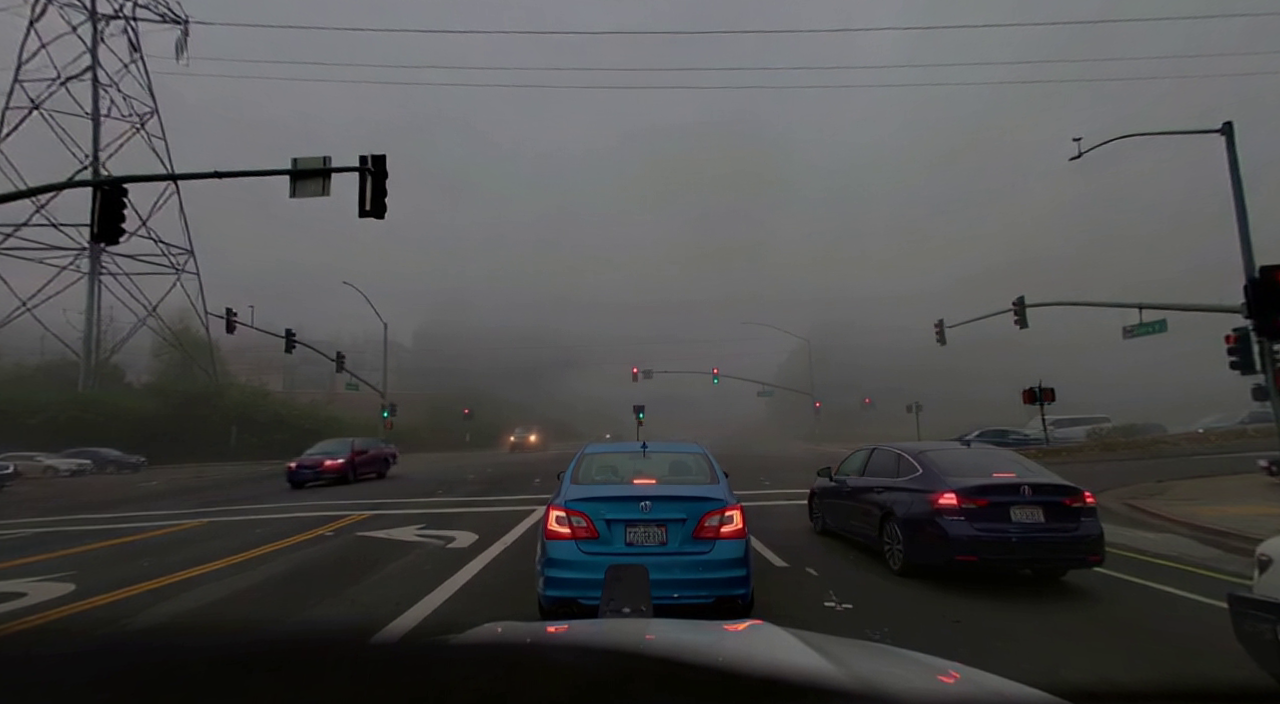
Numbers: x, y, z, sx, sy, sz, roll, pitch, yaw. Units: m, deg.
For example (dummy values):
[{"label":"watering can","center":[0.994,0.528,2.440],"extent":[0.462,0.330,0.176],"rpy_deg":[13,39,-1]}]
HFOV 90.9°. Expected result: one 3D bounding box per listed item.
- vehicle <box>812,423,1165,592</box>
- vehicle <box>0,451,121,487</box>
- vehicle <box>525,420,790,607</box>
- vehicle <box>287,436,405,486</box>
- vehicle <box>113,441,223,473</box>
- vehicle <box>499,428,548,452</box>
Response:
[{"label":"vehicle","center":[3.666,1.684,7.722],"extent":[1.835,1.473,4.190],"rpy_deg":[0,-8,-2]},{"label":"vehicle","center":[-25.897,5.118,27.770],"extent":[4.263,1.464,1.895],"rpy_deg":[0,-8,-1]},{"label":"vehicle","center":[0.125,1.597,7.130],"extent":[2.117,1.474,4.036],"rpy_deg":[0,-8,0]},{"label":"vehicle","center":[-9.870,3.680,21.563],"extent":[1.910,1.537,4.123],"rpy_deg":[-1,-8,2]},{"label":"vehicle","center":[-25.995,5.772,34.811],"extent":[4.417,1.637,1.956],"rpy_deg":[0,-8,-2]},{"label":"vehicle","center":[-8.795,6.741,48.112],"extent":[2.269,1.716,5.700],"rpy_deg":[-1,-8,4]}]
